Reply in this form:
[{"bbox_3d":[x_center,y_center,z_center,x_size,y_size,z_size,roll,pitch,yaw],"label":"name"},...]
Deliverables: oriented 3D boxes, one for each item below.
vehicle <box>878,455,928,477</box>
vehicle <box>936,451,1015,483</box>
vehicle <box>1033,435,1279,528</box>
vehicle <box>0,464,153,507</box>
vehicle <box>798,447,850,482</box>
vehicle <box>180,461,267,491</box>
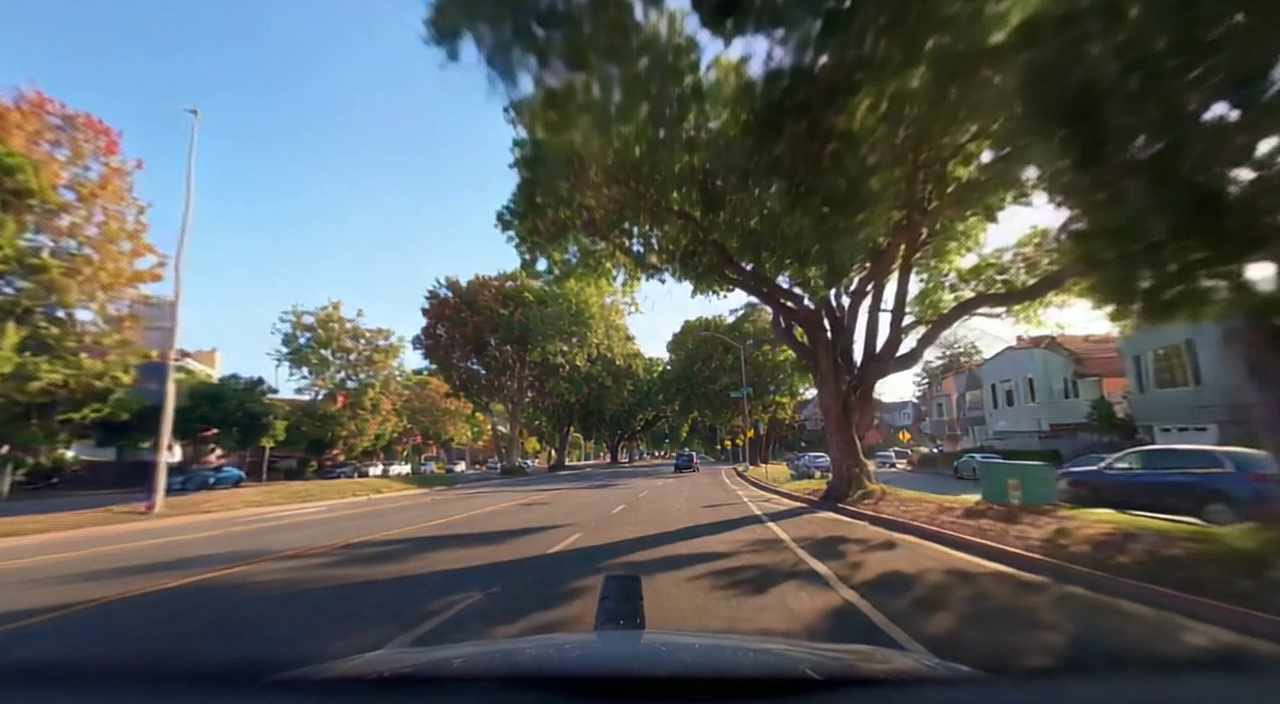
[{"bbox_3d":[18.879,8.183,45.582,1.969,1.465,4.930,-1,-9,6],"label":"vehicle"},{"bbox_3d":[17.573,6.051,33.362,1.940,1.556,4.542,-1,-9,4],"label":"vehicle"},{"bbox_3d":[10.453,2.669,12.776,1.988,1.487,4.479,-1,-13,-1],"label":"vehicle"},{"bbox_3d":[-22.143,5.181,24.889,1.880,1.455,4.599,-1,-9,7],"label":"vehicle"},{"bbox_3d":[11.476,7.148,39.787,1.923,1.741,4.683,-4,-14,2],"label":"vehicle"},{"bbox_3d":[-26.496,7.879,40.425,2.032,1.799,4.636,-1,-9,6],"label":"vehicle"}]
